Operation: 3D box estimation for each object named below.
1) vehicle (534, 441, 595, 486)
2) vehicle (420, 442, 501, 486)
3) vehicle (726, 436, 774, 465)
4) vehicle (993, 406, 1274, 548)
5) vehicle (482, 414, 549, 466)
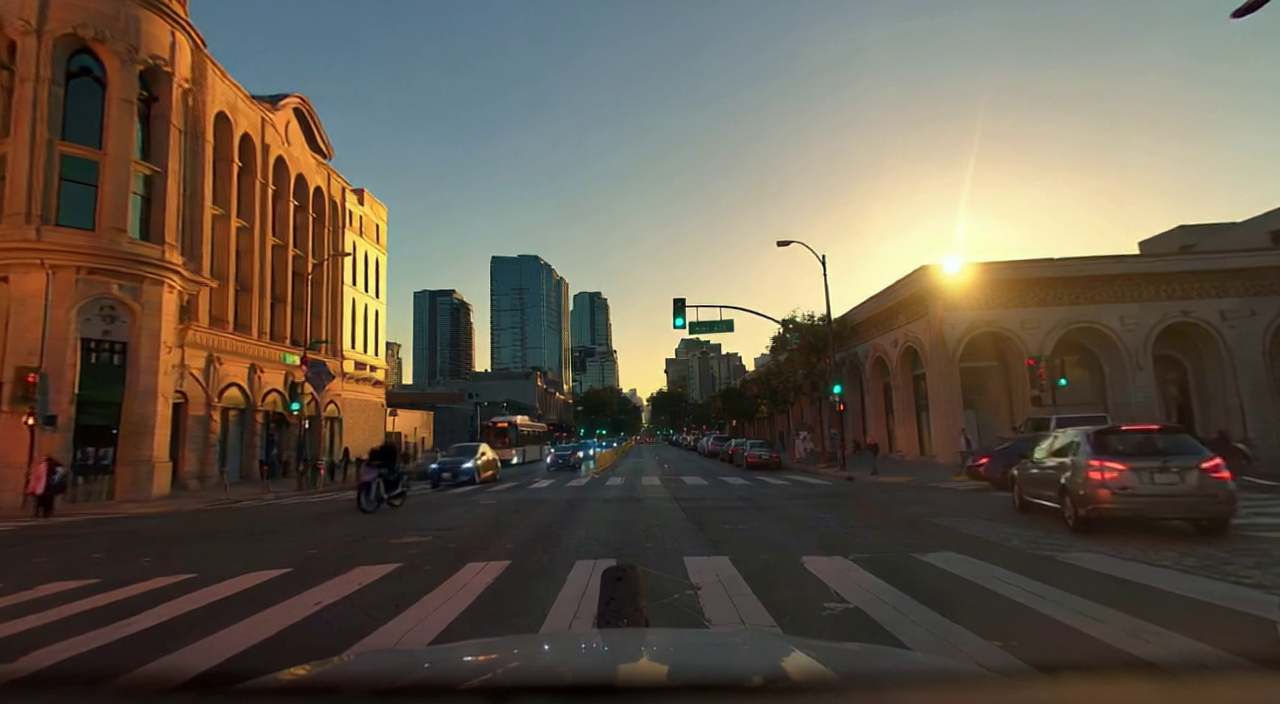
[{"bbox_3d":[-2.705,3.906,22.431,1.904,1.402,4.759,1,-8,-7],"label":"vehicle"},{"bbox_3d":[-6.695,4.193,23.917,1.861,1.508,4.052,0,-8,0],"label":"vehicle"},{"bbox_3d":[6.261,5.651,36.293,1.926,1.574,3.961,0,-8,-2],"label":"vehicle"},{"bbox_3d":[6.761,1.718,9.394,1.912,1.505,4.889,-3,-9,22],"label":"vehicle"},{"bbox_3d":[-8.921,6.506,46.426,2.981,3.391,9.957,0,-8,-1],"label":"vehicle"}]
